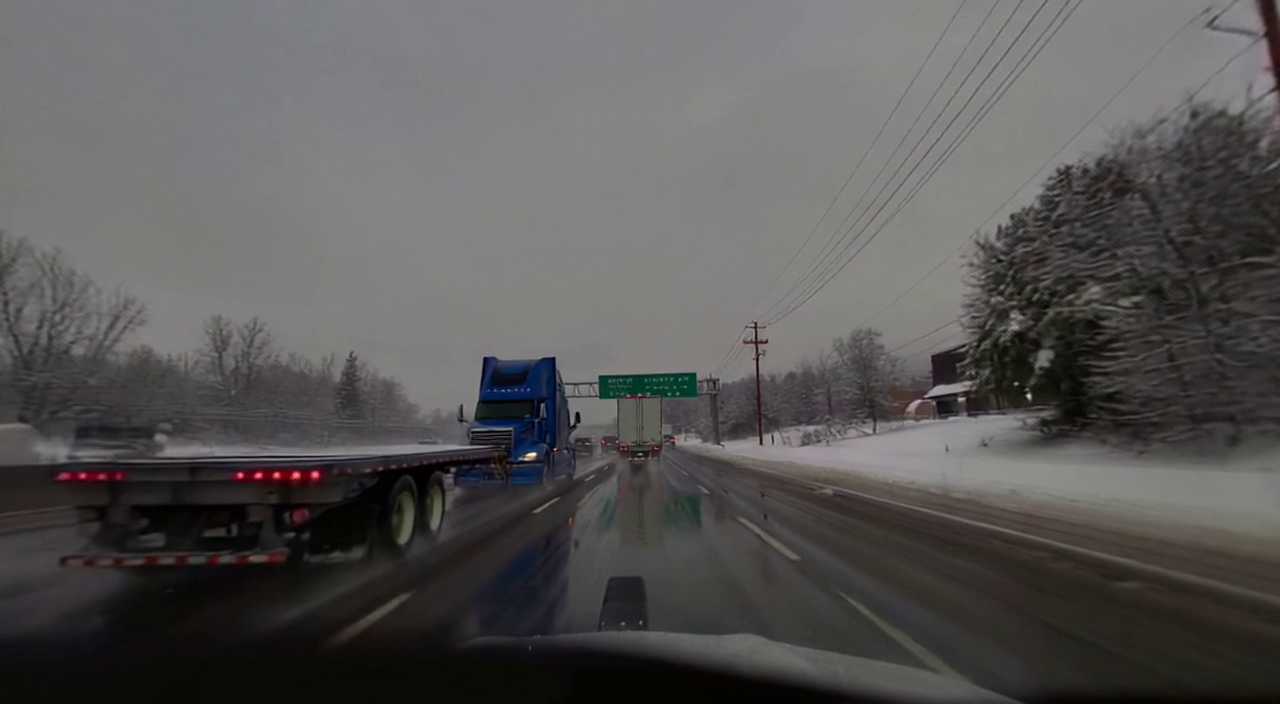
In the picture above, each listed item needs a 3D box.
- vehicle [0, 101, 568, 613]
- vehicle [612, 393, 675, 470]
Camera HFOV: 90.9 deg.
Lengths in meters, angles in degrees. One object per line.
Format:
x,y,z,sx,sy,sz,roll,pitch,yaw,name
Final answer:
-3.894,1.098,12.775,2.875,4.083,15.756,0,-9,0,vehicle
0.103,4.458,34.579,2.941,3.604,9.851,0,-9,0,vehicle
